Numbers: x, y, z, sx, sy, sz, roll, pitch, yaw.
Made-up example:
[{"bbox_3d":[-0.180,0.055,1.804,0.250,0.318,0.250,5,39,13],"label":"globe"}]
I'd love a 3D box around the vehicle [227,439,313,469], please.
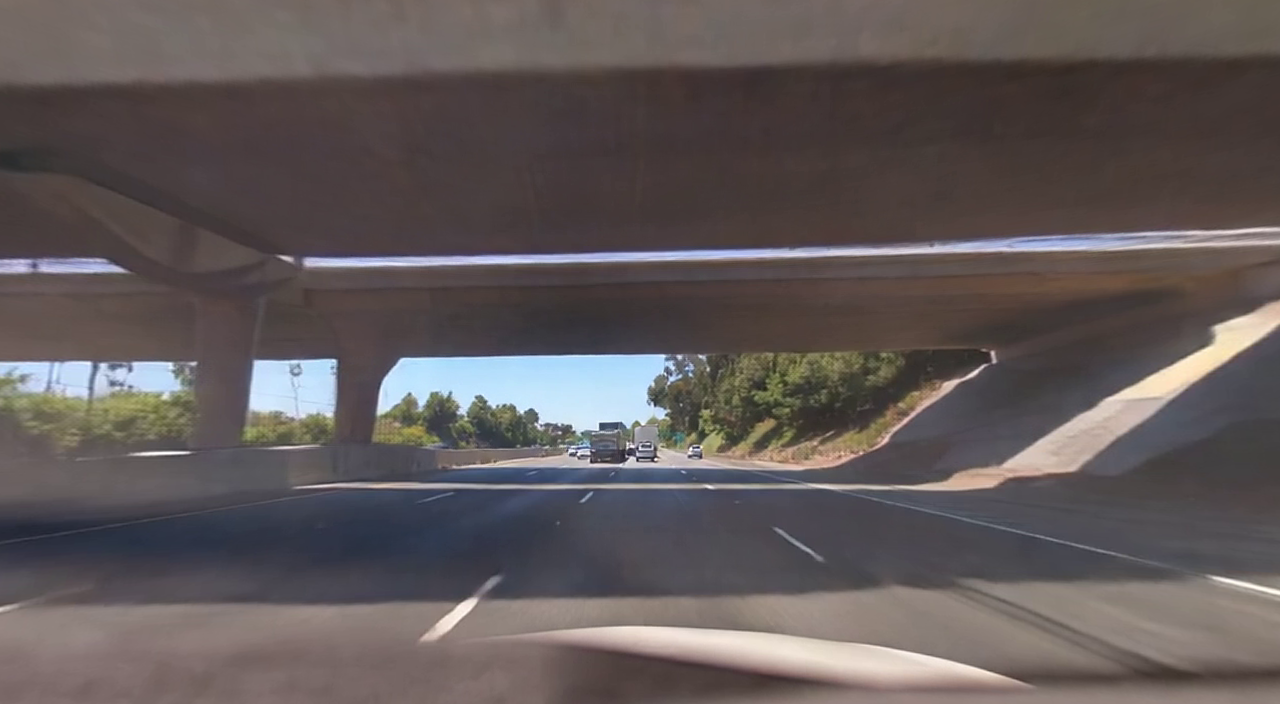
[{"bbox_3d":[-20.559,5.682,35.303,1.938,1.560,4.732,0,-8,1],"label":"vehicle"}]

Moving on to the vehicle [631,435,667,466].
[{"bbox_3d":[0.592,6.831,43.787,2.309,2.023,5.130,0,-8,0],"label":"vehicle"}]
